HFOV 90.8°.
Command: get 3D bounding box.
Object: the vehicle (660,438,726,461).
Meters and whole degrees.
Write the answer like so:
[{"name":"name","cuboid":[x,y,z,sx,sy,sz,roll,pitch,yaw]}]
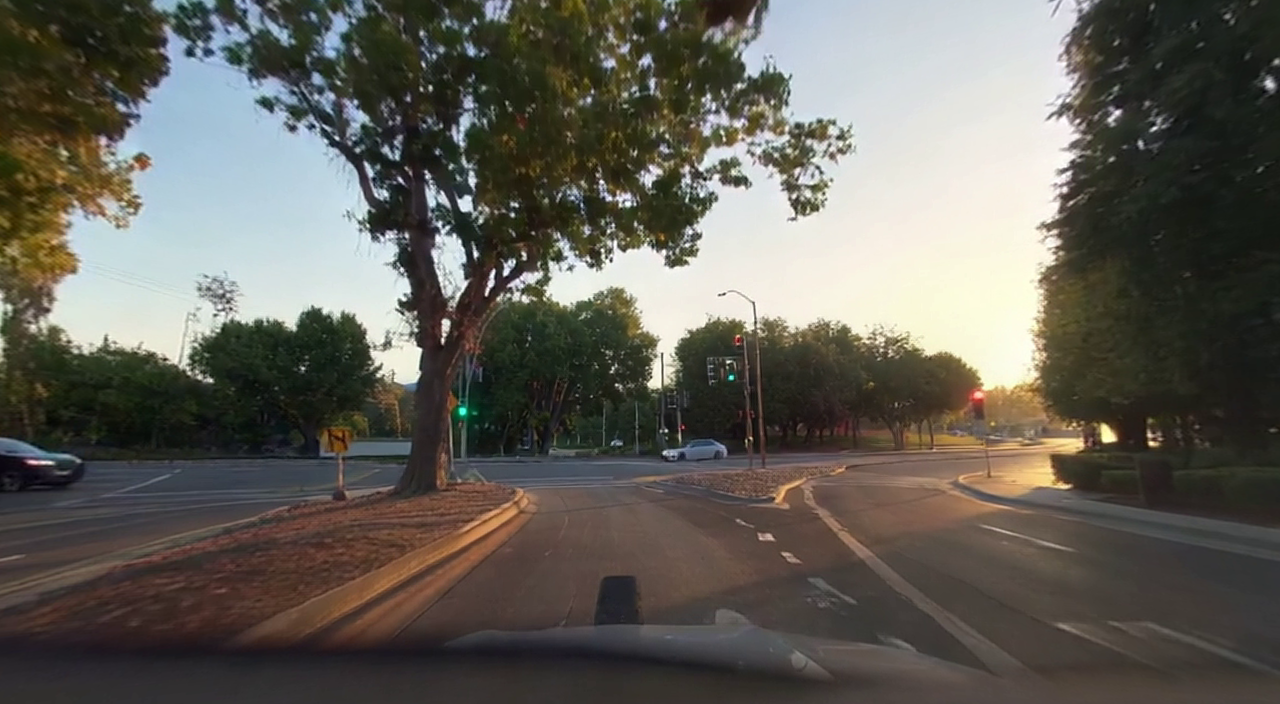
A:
[{"name":"vehicle","cuboid":[4.022,7.370,47.758,4.602,1.667,1.933,5,-10,-29]}]
